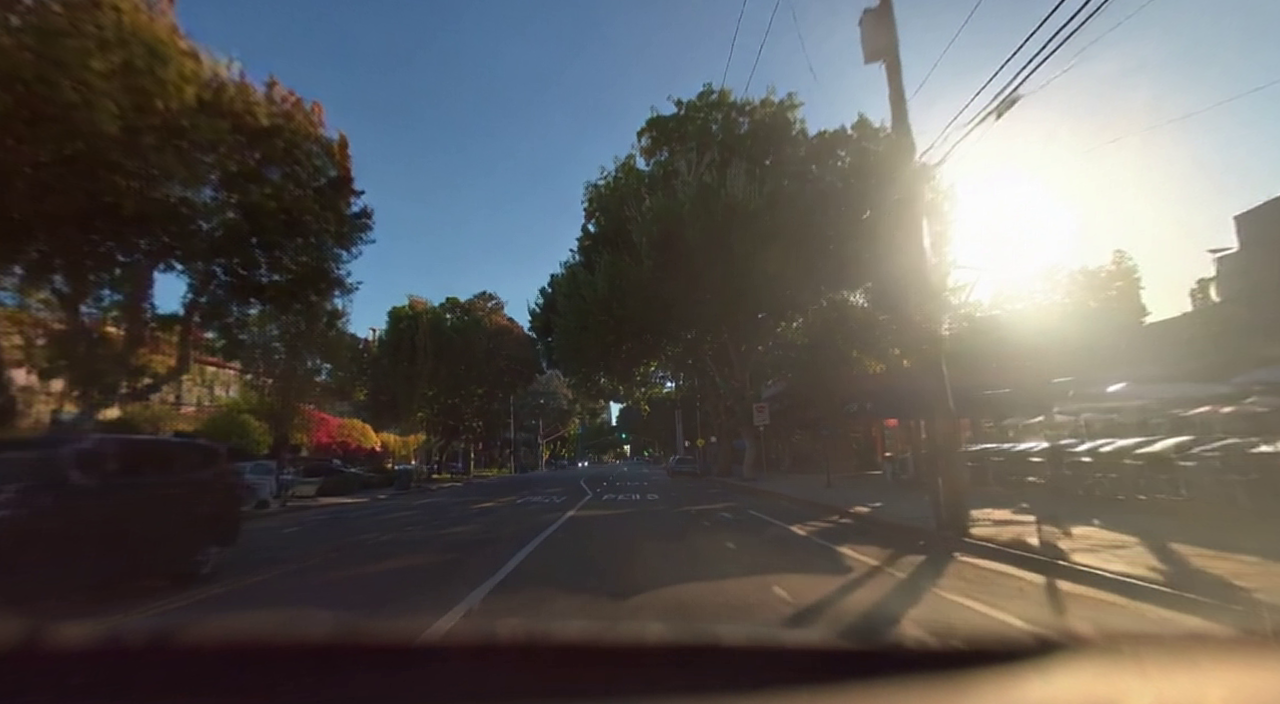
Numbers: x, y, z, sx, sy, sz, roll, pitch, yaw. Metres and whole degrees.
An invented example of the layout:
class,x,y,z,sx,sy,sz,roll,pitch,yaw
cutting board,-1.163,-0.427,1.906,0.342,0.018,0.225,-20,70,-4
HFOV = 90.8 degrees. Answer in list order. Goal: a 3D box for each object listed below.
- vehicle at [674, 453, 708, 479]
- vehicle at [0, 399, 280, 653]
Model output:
class,x,y,z,sx,sy,sz,roll,pitch,yaw
vehicle,3.642,8.222,45.738,1.957,1.753,4.413,0,-9,-2
vehicle,-6.255,1.541,6.134,2.545,1.943,5.168,0,-9,-2
